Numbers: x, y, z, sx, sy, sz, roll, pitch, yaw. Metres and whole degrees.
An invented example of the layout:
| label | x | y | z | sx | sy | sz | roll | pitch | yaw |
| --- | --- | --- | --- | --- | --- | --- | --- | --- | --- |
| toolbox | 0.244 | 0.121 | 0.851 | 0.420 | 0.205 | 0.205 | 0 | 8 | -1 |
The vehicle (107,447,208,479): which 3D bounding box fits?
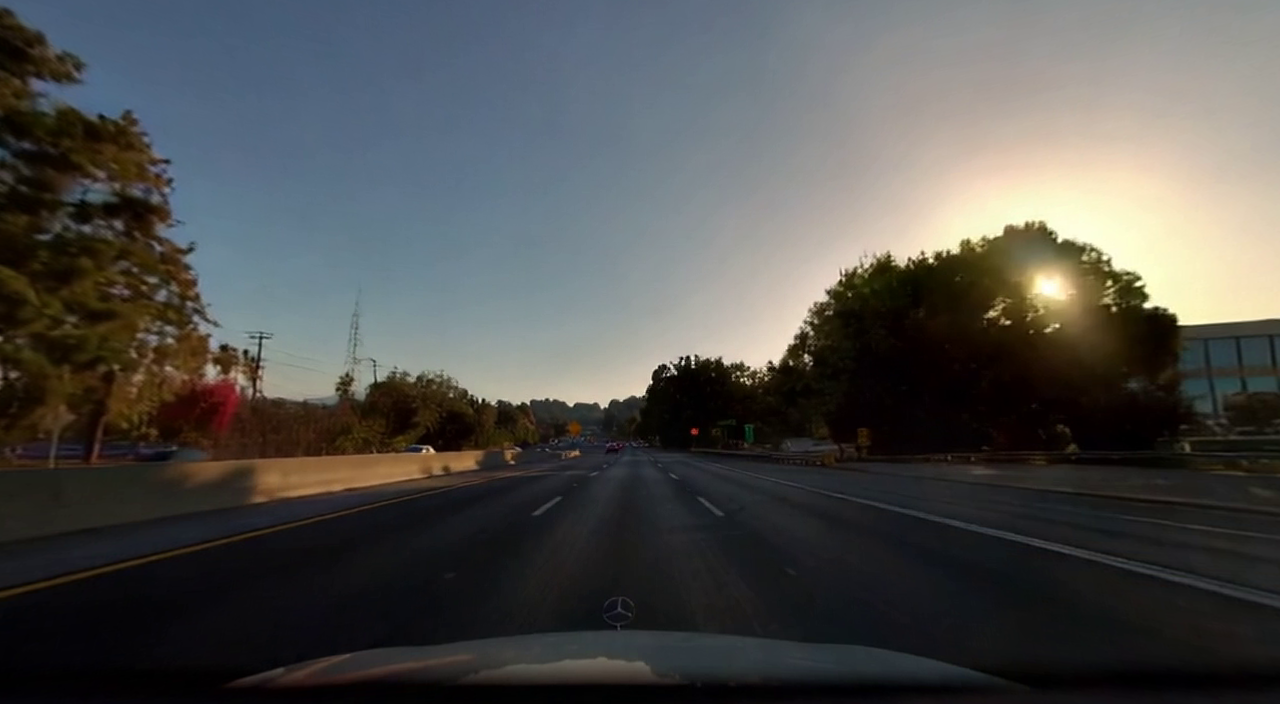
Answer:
| label | x | y | z | sx | sy | sz | roll | pitch | yaw |
| --- | --- | --- | --- | --- | --- | --- | --- | --- | --- |
| vehicle | -24.945 | 5.734 | 32.847 | 1.843 | 1.518 | 4.264 | 0 | -9 | 0 |
